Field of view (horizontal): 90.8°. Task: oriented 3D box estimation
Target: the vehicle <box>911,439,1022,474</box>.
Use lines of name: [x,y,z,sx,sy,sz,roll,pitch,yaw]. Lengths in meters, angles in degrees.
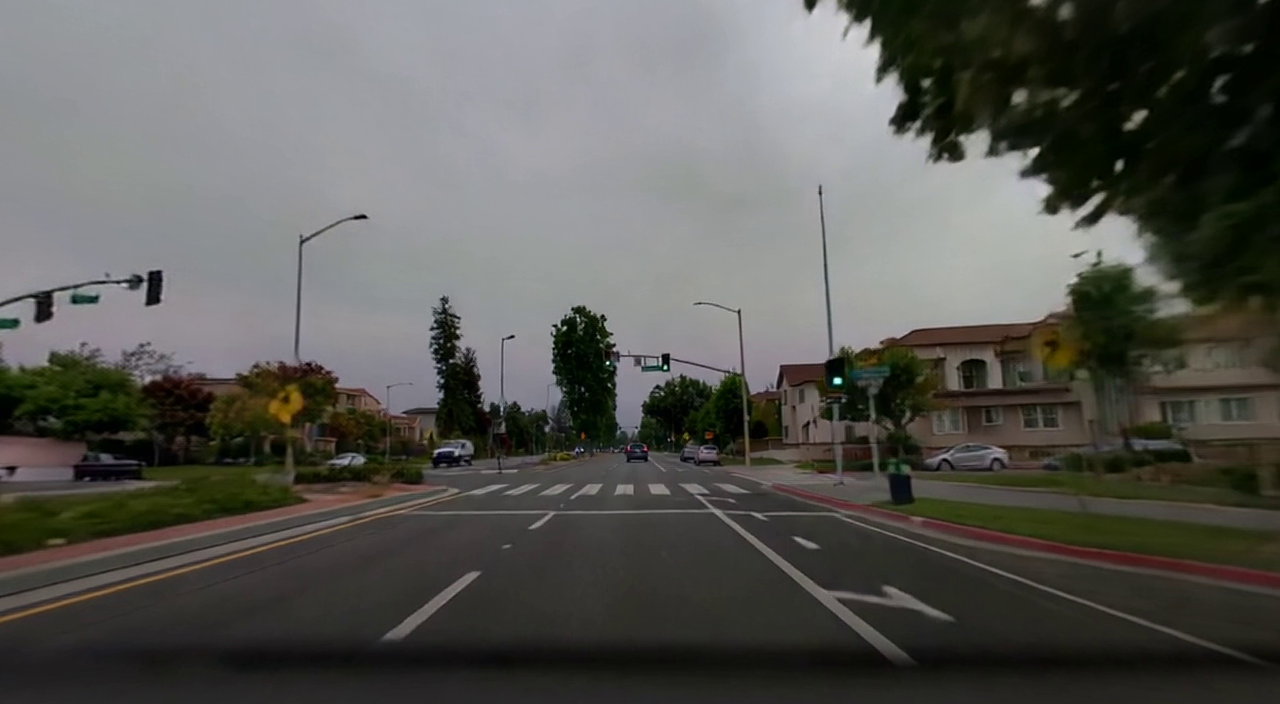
vehicle: [16.812,5.400,32.675,4.561,1.723,2.030,0,-9,-5]
